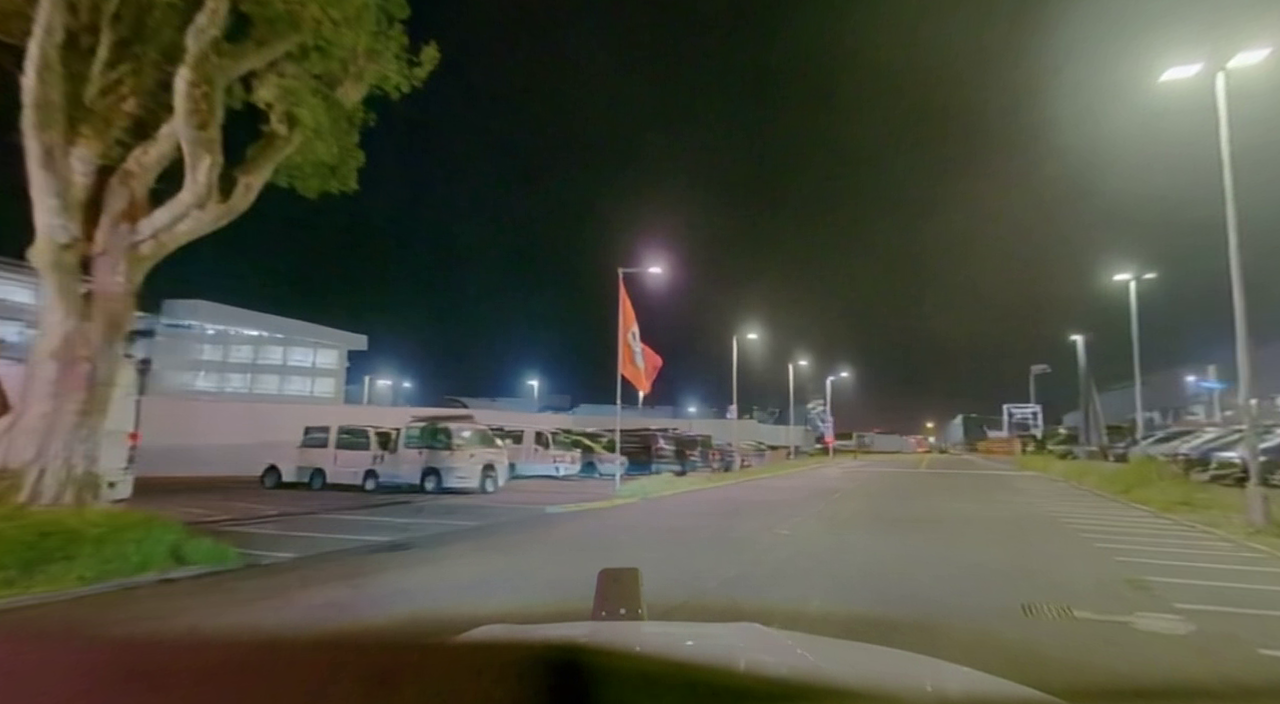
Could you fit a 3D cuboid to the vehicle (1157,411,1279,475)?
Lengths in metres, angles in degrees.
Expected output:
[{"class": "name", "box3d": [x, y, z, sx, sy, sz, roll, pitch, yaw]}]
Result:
[{"class": "vehicle", "box3d": [23.156, 3.356, 23.432, 6.017, 2.202, 2.328, 0, -8, -5]}]

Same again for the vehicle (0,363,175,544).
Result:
[{"class": "vehicle", "box3d": [-10.684, 1.616, 10.178, 5.986, 2.324, 2.491, -4, -9, 26]}]

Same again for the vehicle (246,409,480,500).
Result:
[{"class": "vehicle", "box3d": [-7.772, 2.753, 17.505, 6.632, 2.126, 2.228, -4, -8, 28]}]

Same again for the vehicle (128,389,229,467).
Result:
[{"class": "vehicle", "box3d": [-18.699, 3.119, 25.468, 2.399, 2.767, 5.778, 7, -11, -42]}]

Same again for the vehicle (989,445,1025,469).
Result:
[{"class": "vehicle", "box3d": [27.604, 7.877, 47.630, 2.026, 1.659, 4.314, -4, -9, 26]}]
